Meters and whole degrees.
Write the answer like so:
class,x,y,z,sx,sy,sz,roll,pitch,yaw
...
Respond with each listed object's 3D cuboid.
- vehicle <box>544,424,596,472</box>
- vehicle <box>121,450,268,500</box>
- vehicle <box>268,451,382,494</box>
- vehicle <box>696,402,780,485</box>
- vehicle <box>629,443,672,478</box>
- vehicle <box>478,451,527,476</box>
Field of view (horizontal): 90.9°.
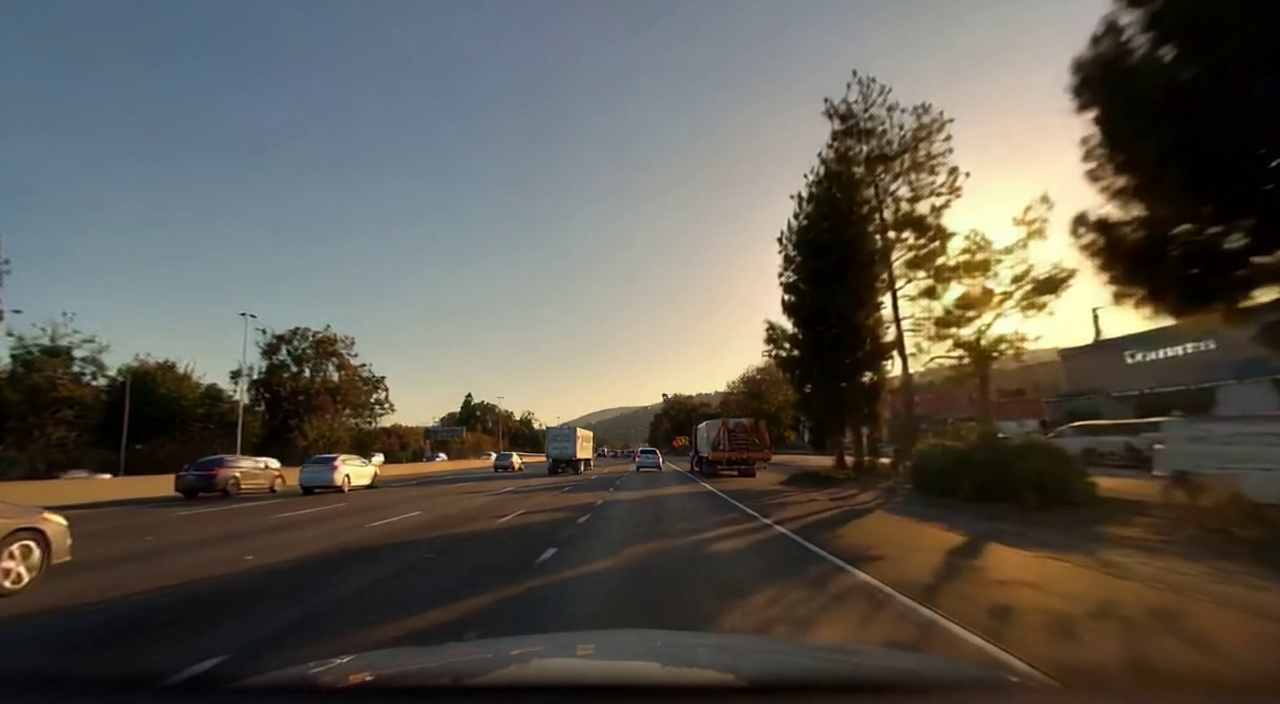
class,x,y,z,sx,sy,sz,roll,pitch,yaw
vehicle,-5.324,7.502,49.589,2.796,3.426,8.553,0,-8,2
vehicle,-16.150,4.455,23.245,1.885,1.591,4.599,-1,-8,3
vehicle,-12.382,4.752,25.221,1.928,1.480,4.823,-1,-8,3
vehicle,5.202,5.292,36.088,2.801,3.732,11.836,-4,-9,0
vehicle,0.599,6.113,35.832,2.227,1.794,4.646,0,-8,1
vehicle,-8.810,7.157,40.855,1.929,1.477,4.746,-1,-8,3
